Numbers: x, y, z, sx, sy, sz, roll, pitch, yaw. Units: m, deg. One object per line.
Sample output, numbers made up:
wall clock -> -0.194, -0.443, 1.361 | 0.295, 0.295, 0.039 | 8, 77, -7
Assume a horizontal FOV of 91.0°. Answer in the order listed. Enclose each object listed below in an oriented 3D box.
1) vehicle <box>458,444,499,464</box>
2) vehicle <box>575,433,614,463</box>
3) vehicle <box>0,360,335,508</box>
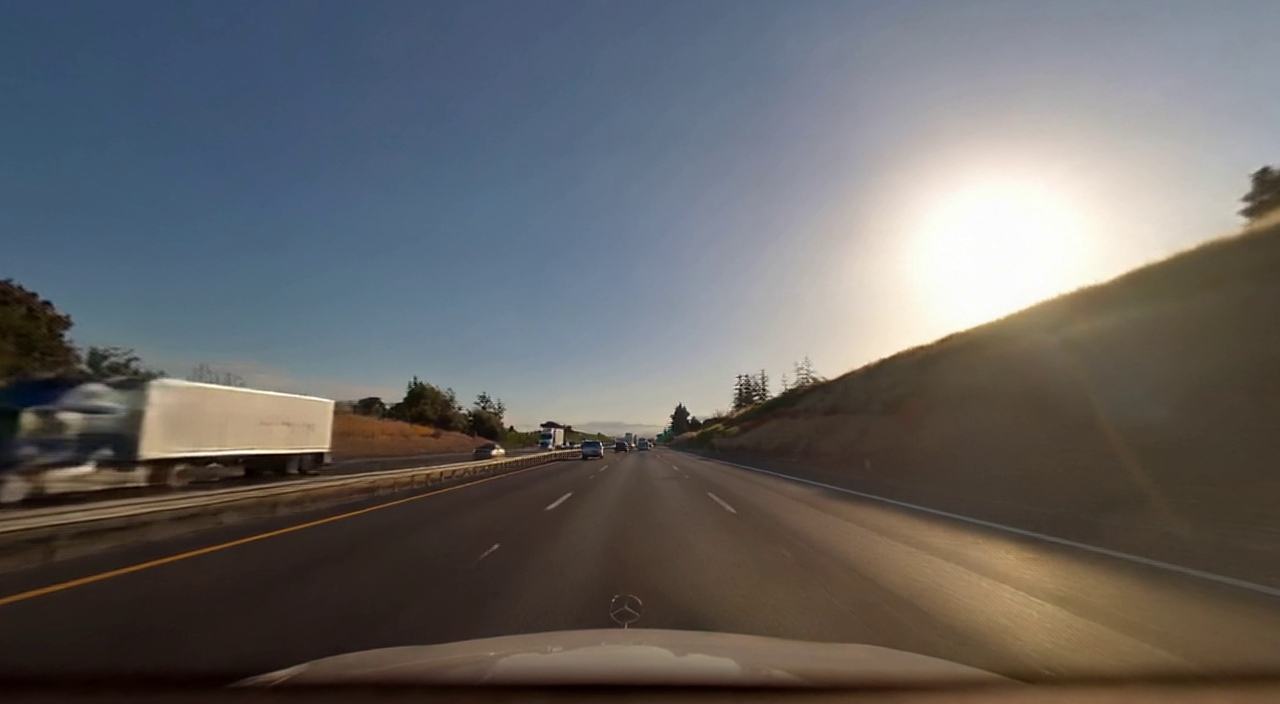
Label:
vehicle -> -12.534, 7.904, 48.970 | 1.911, 1.515, 4.508 | 0, -8, 1
vehicle -> -3.094, 6.694, 43.947 | 2.286, 2.011, 4.452 | 0, -8, 1
vehicle -> -17.290, 3.313, 24.654 | 2.974, 3.996, 15.157 | 0, -8, 0
